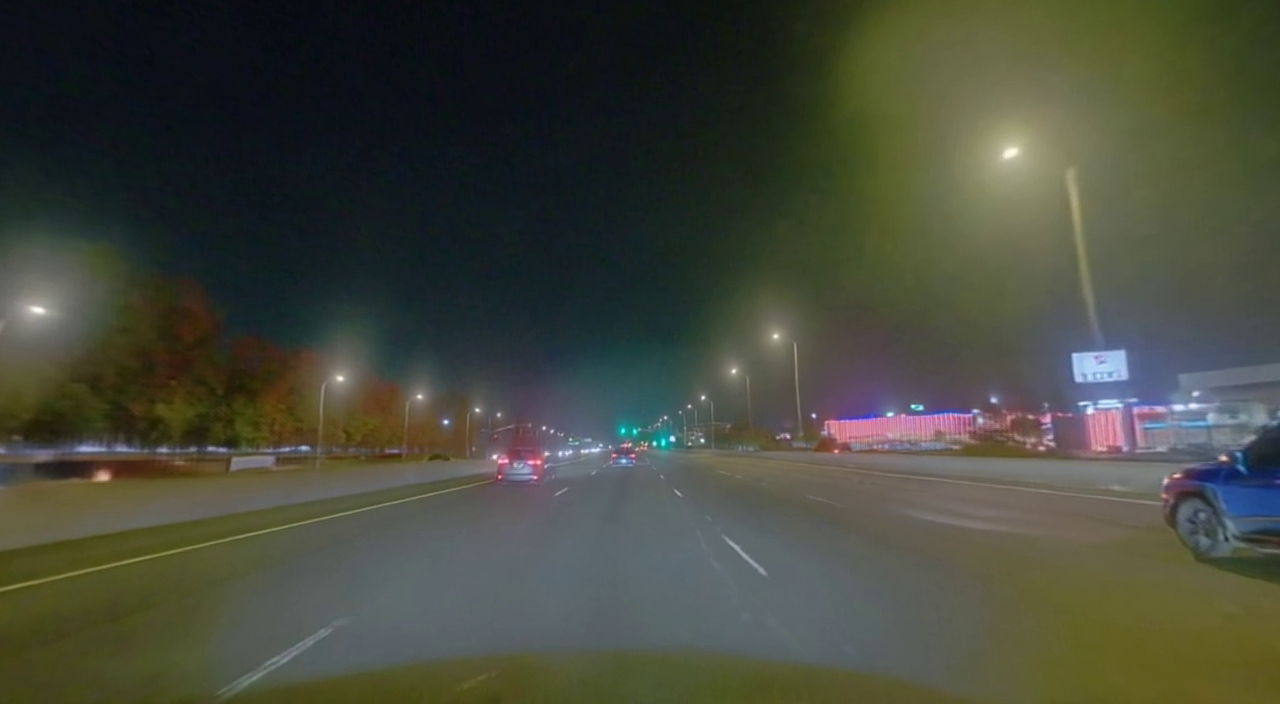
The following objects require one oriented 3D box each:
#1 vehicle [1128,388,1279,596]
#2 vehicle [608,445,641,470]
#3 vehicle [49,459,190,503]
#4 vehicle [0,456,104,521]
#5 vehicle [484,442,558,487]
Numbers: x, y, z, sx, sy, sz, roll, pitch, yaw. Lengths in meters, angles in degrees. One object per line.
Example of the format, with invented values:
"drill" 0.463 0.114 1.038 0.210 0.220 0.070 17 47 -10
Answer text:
"vehicle" 6.623 1.108 4.772 2.028 1.801 4.741 0 -9 0
"vehicle" -1.007 6.703 40.192 1.997 1.485 4.094 0 -9 -1
"vehicle" -21.403 5.287 26.279 2.025 1.513 4.513 0 -9 0
"vehicle" -17.667 3.716 17.391 2.089 1.621 4.267 0 -9 -1
"vehicle" -4.281 4.116 23.438 1.886 1.465 4.625 0 -9 0
